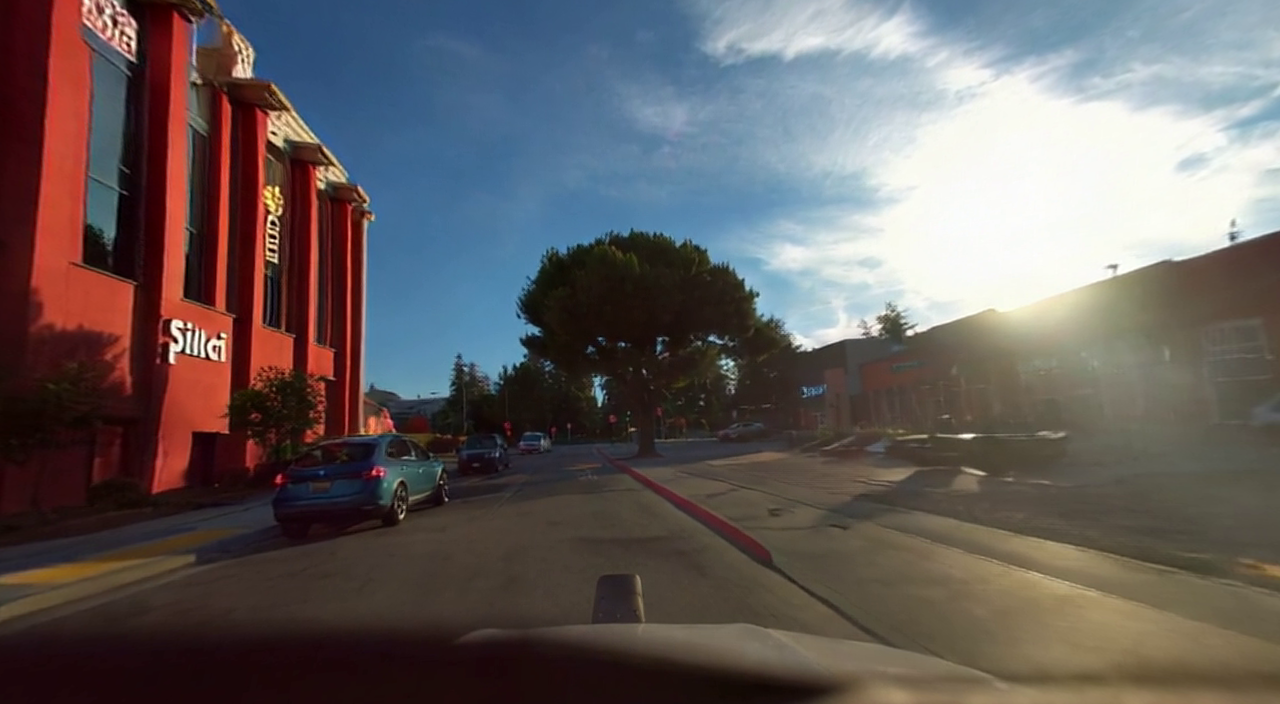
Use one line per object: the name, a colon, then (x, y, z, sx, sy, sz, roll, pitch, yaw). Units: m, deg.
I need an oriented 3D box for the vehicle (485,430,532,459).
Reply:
vehicle: (-7.021, 4.985, 33.997, 1.962, 1.424, 4.289, 0, -8, -5)

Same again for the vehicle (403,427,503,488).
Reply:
vehicle: (-5.071, 2.886, 17.646, 1.853, 1.478, 4.381, 0, -8, -5)

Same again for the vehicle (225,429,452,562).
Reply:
vehicle: (-4.216, 1.986, 9.614, 1.768, 1.539, 4.147, 1, -8, -6)
